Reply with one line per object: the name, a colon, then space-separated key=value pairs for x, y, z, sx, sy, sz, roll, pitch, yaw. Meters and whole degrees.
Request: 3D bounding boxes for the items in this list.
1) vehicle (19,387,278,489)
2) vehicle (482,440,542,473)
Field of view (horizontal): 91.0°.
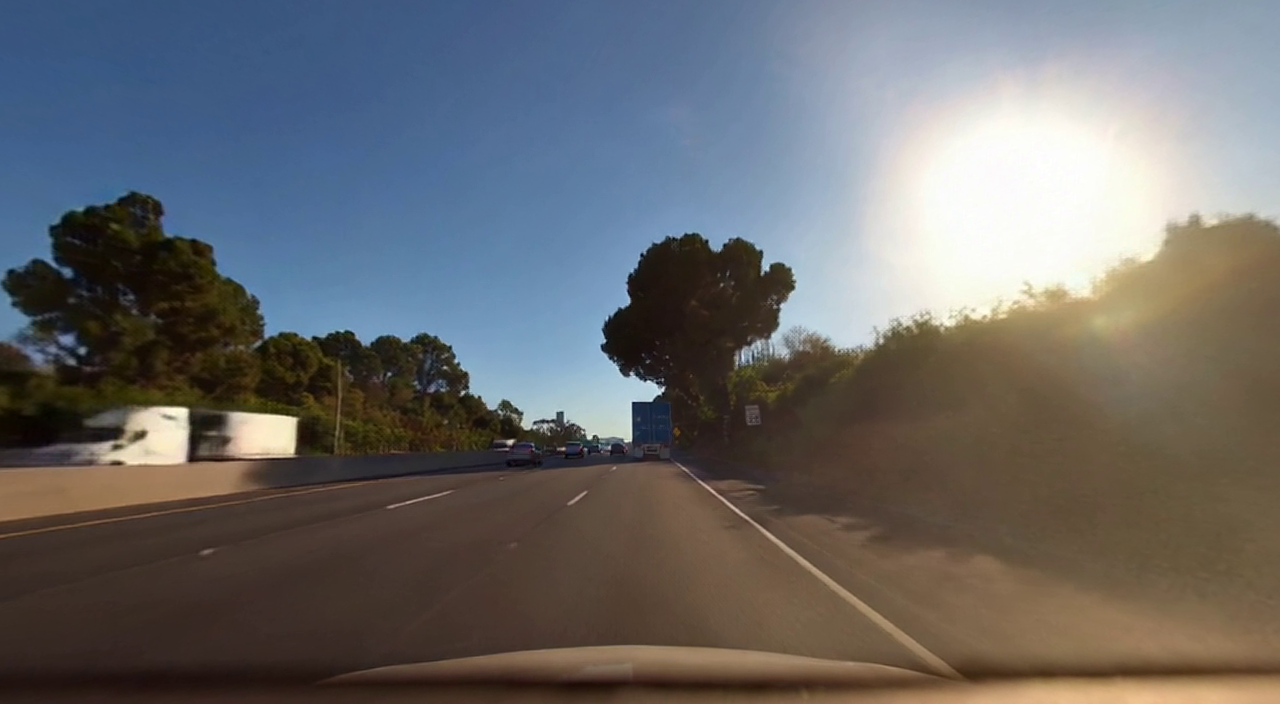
vehicle: x=-20.330 y=3.784 z=27.399 sx=3.005 sy=3.574 sz=10.095 roll=0 pitch=-8 yaw=0
vehicle: x=-6.392 y=5.277 z=31.992 sx=2.017 sy=1.517 sz=4.766 roll=0 pitch=-8 yaw=1
